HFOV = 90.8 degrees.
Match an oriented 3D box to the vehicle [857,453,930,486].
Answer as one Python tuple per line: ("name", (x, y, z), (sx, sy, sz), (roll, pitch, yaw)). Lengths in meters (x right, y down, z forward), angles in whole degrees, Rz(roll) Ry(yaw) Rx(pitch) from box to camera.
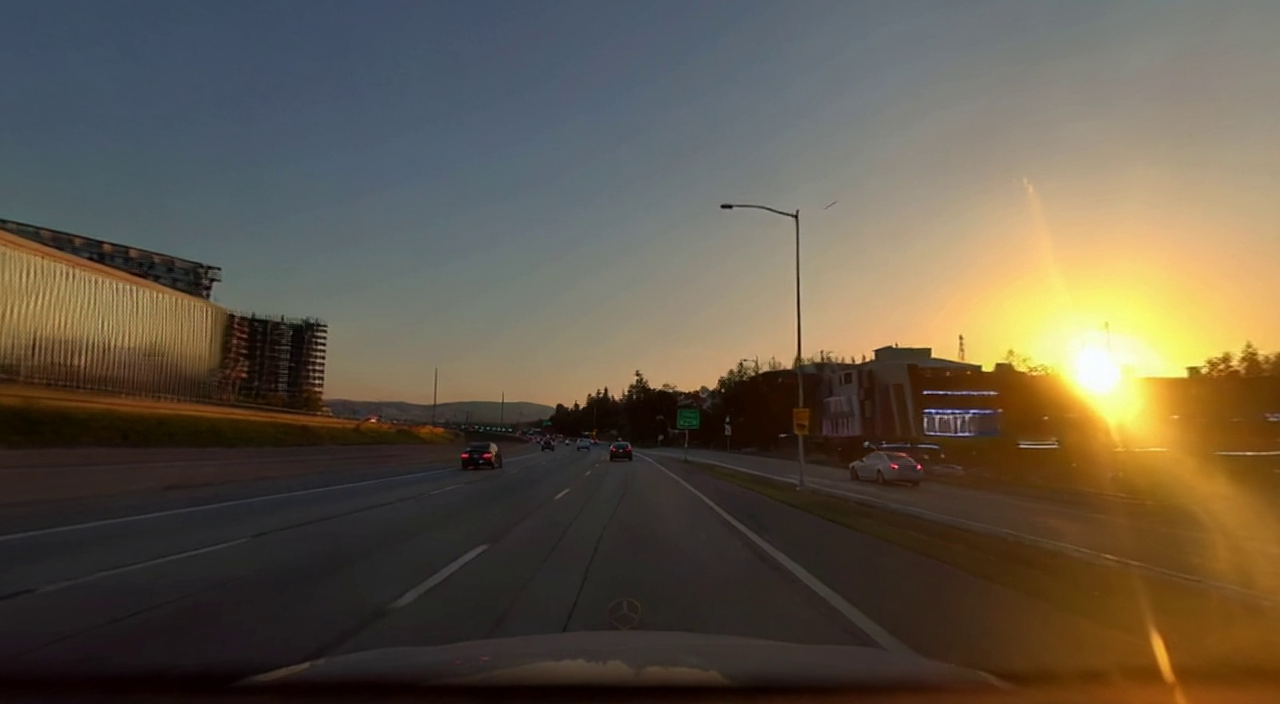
("vehicle", (14.930, 6.935, 37.520), (2.023, 1.782, 4.193), (1, -9, -11))

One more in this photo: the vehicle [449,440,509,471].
("vehicle", (-8.271, 5.345, 32.775), (2.009, 1.454, 4.250), (0, -9, 0))

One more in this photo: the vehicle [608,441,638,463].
("vehicle", (-1.227, 7.066, 44.778), (2.038, 1.414, 4.357), (0, -9, -3))
